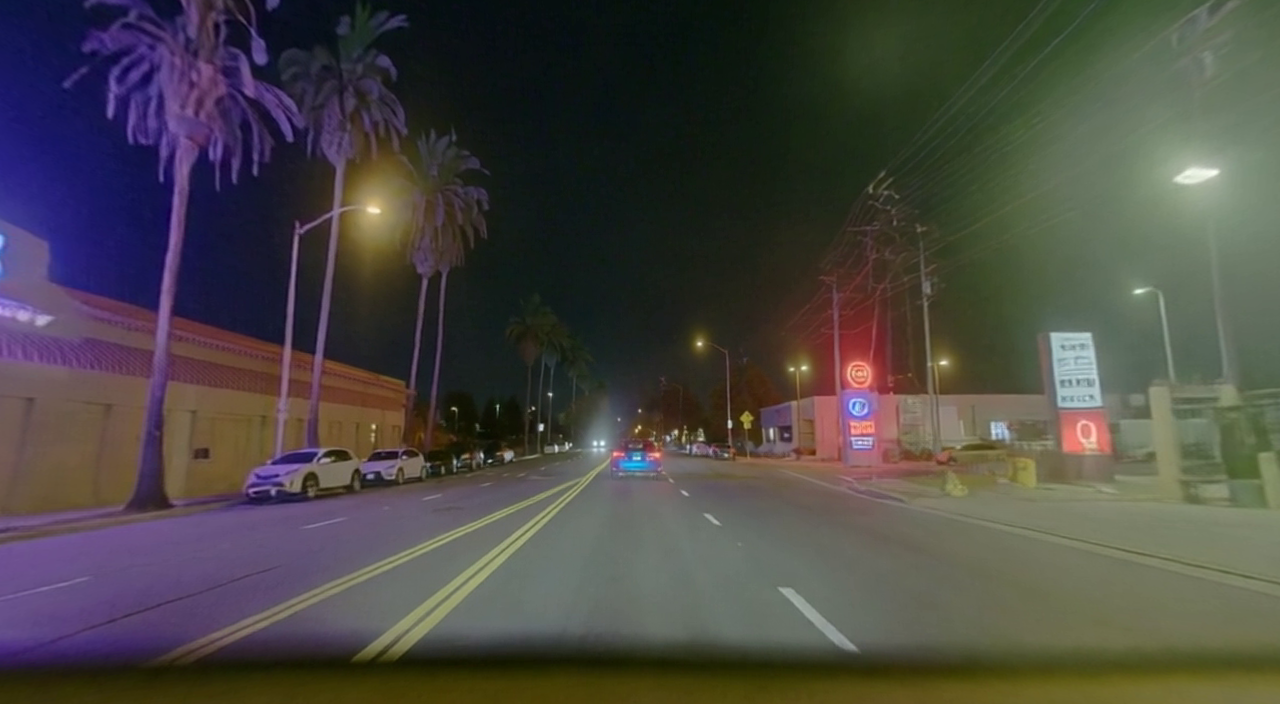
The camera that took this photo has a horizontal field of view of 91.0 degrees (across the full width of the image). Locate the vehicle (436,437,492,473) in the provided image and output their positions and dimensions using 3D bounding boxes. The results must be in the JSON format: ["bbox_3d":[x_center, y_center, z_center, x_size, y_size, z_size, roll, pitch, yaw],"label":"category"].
[{"bbox_3d":[-10.081,5.925,36.406,1.958,1.937,4.114,-1,-8,2],"label":"vehicle"}]

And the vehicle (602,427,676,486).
[{"bbox_3d":[-0.103,3.561,21.673,2.264,1.798,4.563,0,-8,-2],"label":"vehicle"}]

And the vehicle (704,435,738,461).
[{"bbox_3d":[5.989,7.175,47.009,2.005,1.775,4.324,0,-9,0],"label":"vehicle"}]

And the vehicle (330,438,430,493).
[{"bbox_3d":[-10.184,4.434,25.152,1.992,1.744,4.896,-1,-6,-1],"label":"vehicle"}]

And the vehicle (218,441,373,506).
[{"bbox_3d":[-10.161,3.583,19.117,2.075,1.693,4.696,0,-8,-1],"label":"vehicle"}]
